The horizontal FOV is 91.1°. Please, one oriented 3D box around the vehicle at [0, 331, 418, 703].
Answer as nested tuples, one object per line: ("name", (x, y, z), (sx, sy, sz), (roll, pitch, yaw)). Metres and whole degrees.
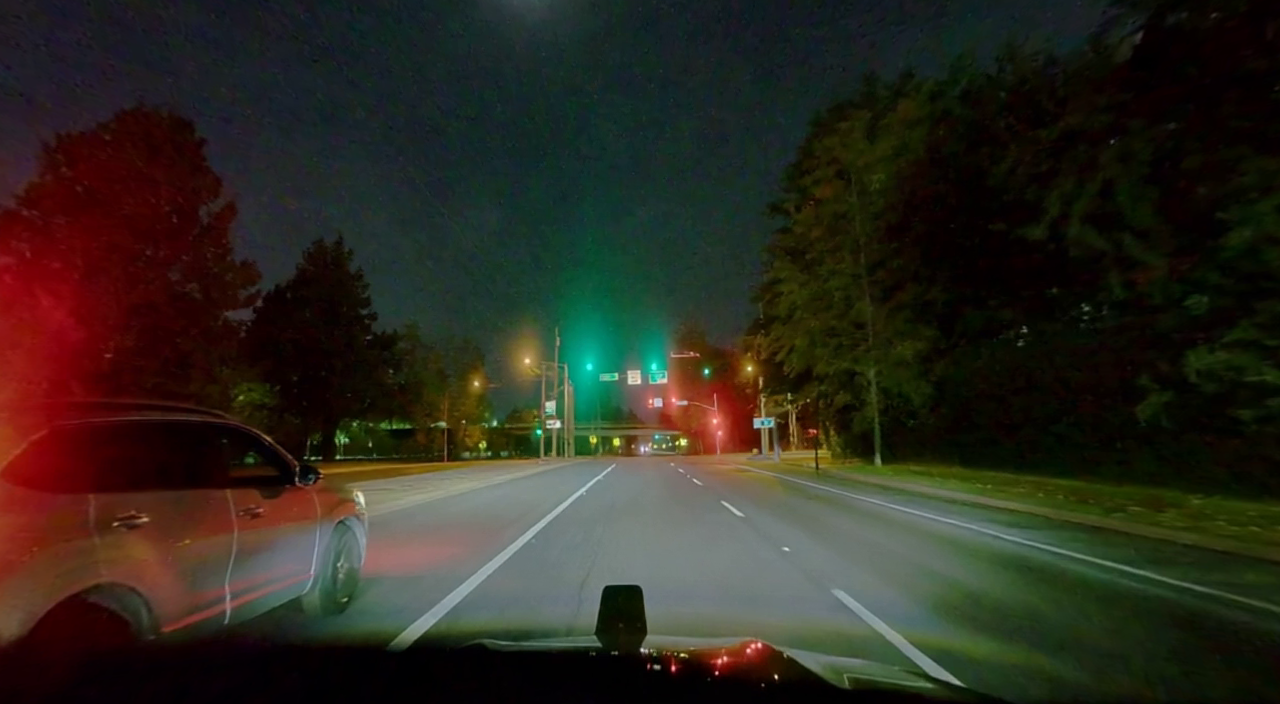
("vehicle", (-3.138, 1.054, 3.929), (1.882, 1.704, 4.335), (0, -8, 0))
